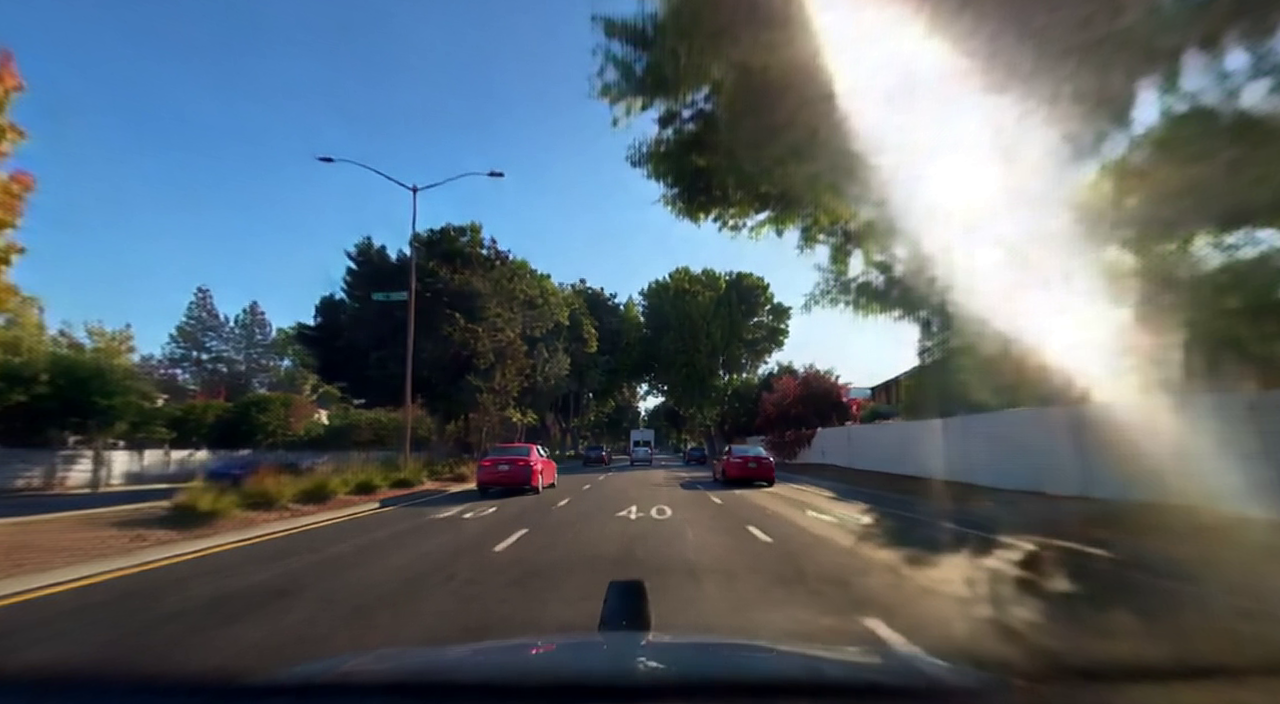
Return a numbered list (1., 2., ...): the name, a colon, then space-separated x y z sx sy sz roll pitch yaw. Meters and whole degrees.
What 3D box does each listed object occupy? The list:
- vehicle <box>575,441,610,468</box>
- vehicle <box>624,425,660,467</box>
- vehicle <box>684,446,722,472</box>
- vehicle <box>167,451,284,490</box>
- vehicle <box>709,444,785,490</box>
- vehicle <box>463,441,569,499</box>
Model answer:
1. vehicle: -3.199 7.047 43.308 2.021 1.715 4.329 0 -8 1
2. vehicle: 0.181 6.618 44.108 2.311 2.726 5.814 0 -8 1
3. vehicle: 3.896 6.705 39.639 1.905 1.520 4.340 2 -8 -1
4. vehicle: -17.821 5.072 27.299 1.852 1.471 4.746 0 -8 0
5. vehicle: 3.681 4.019 22.362 1.945 1.469 4.258 0 -8 0
6. vehicle: -3.435 3.354 18.377 2.036 1.474 4.647 0 -8 2
